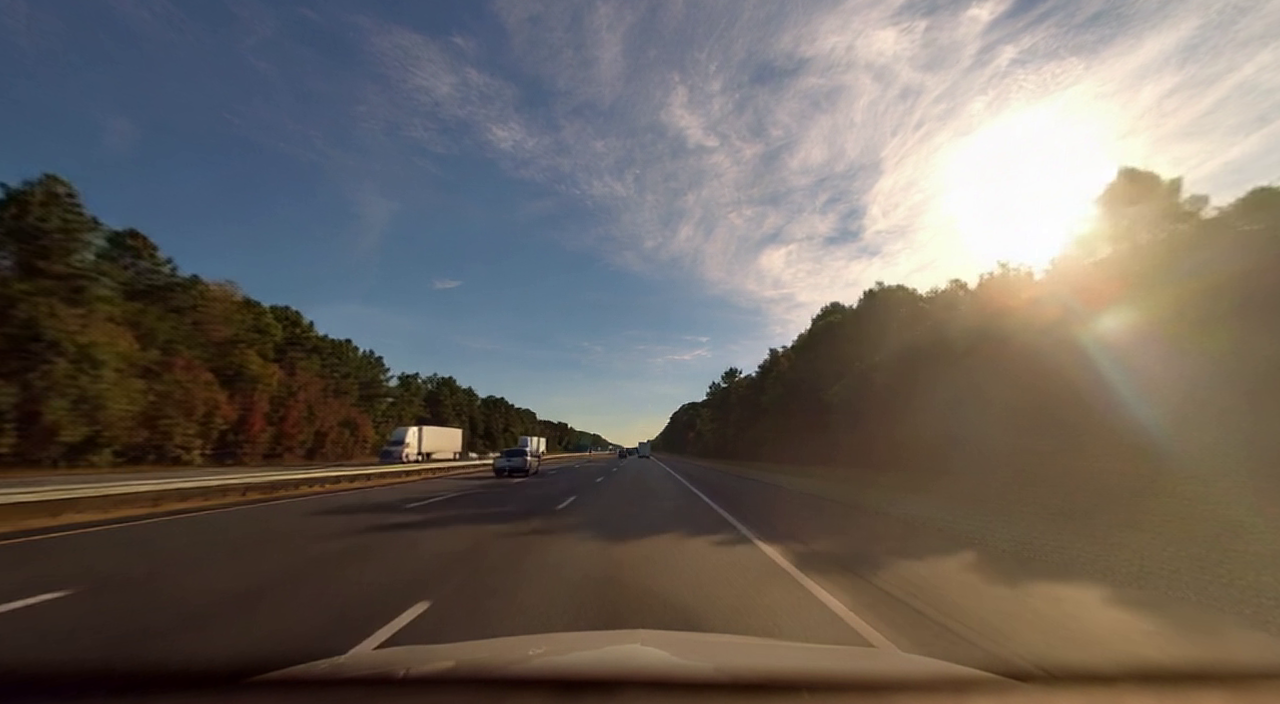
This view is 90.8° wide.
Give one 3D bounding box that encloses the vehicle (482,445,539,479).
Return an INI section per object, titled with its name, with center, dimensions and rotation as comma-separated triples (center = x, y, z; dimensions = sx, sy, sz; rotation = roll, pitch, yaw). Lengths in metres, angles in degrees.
[vehicle]
center = -6.851, 5.832, 33.763
dimensions = 2.115, 1.664, 4.259
rotation = 0, -9, 0
